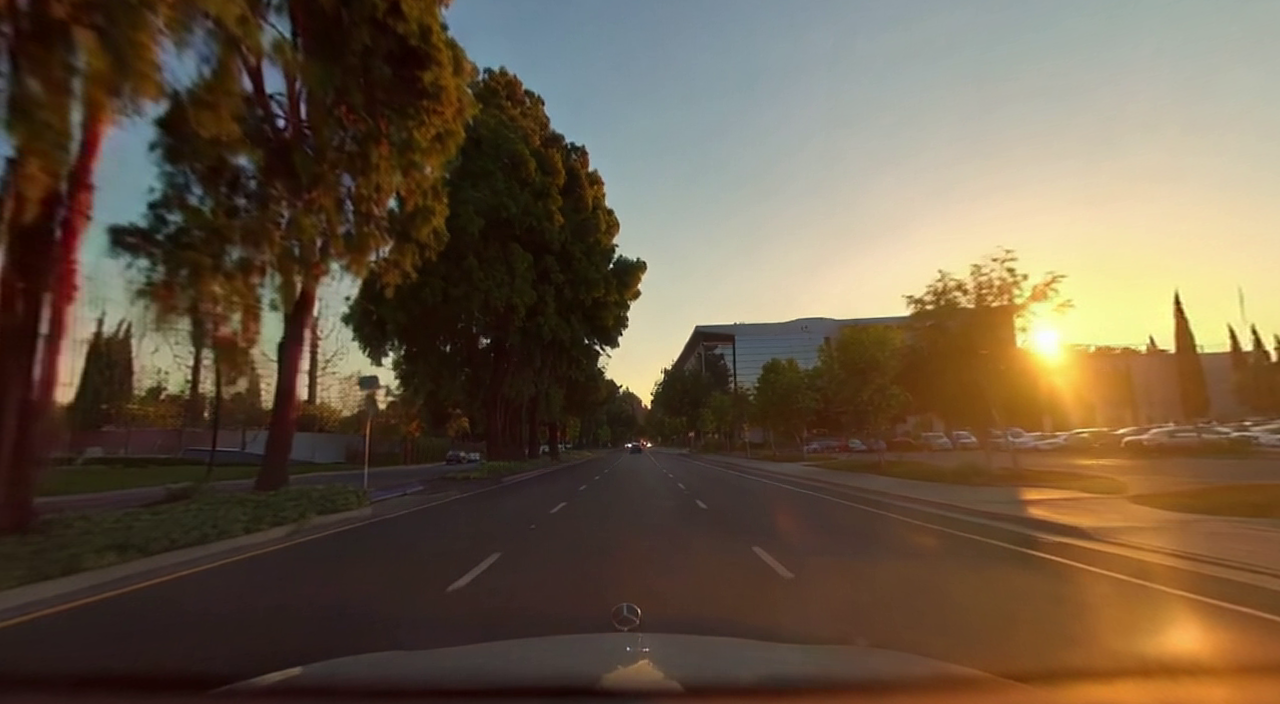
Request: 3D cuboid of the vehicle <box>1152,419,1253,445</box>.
[{"bbox_3d":[34.109,4.931,38.496,1.850,1.490,4.701,-1,-8,1],"label":"vehicle"}]
